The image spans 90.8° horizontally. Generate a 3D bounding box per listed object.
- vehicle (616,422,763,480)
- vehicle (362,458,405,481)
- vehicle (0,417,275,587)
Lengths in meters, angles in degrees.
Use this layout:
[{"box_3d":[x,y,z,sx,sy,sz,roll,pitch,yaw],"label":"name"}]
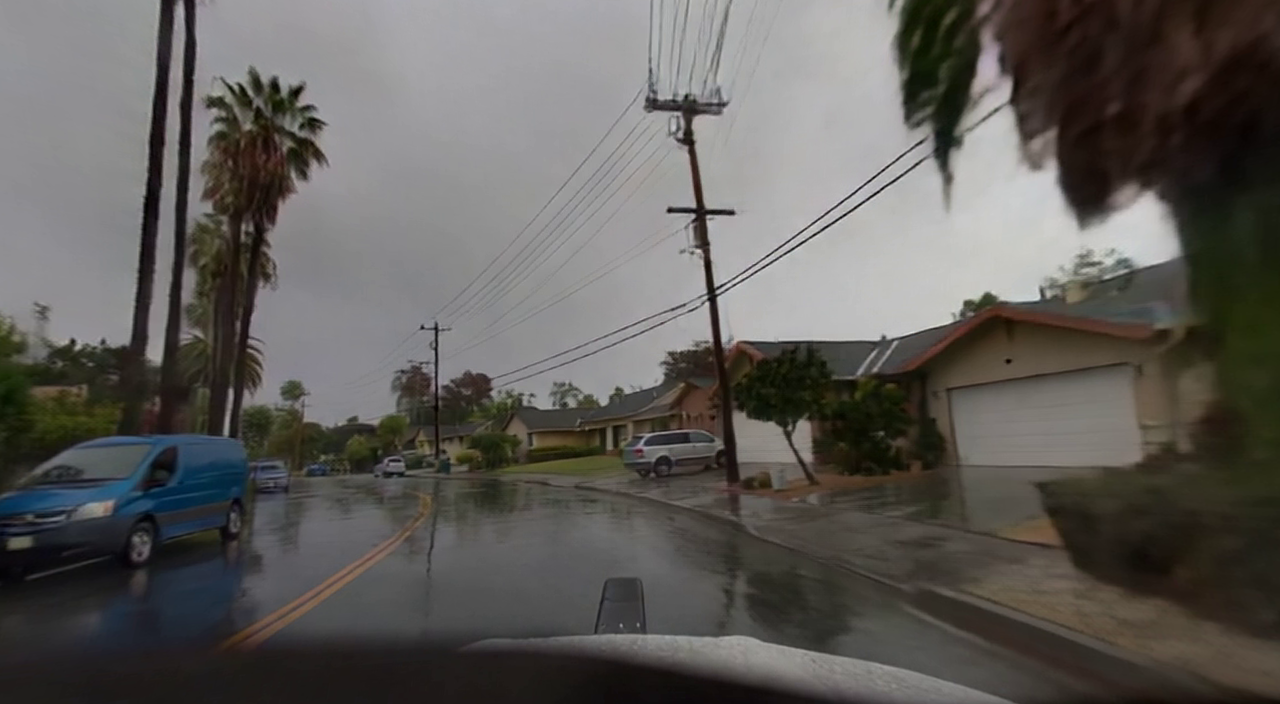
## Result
[{"box_3d":[1.910,3.770,24.443,5.102,2.040,2.472,3,-9,-26],"label":"vehicle"},{"box_3d":[-18.753,8.547,46.157,1.870,1.490,3.802,6,-10,-38],"label":"vehicle"},{"box_3d":[-9.001,2.526,11.346,2.552,2.134,6.076,-2,-9,-14],"label":"vehicle"}]
